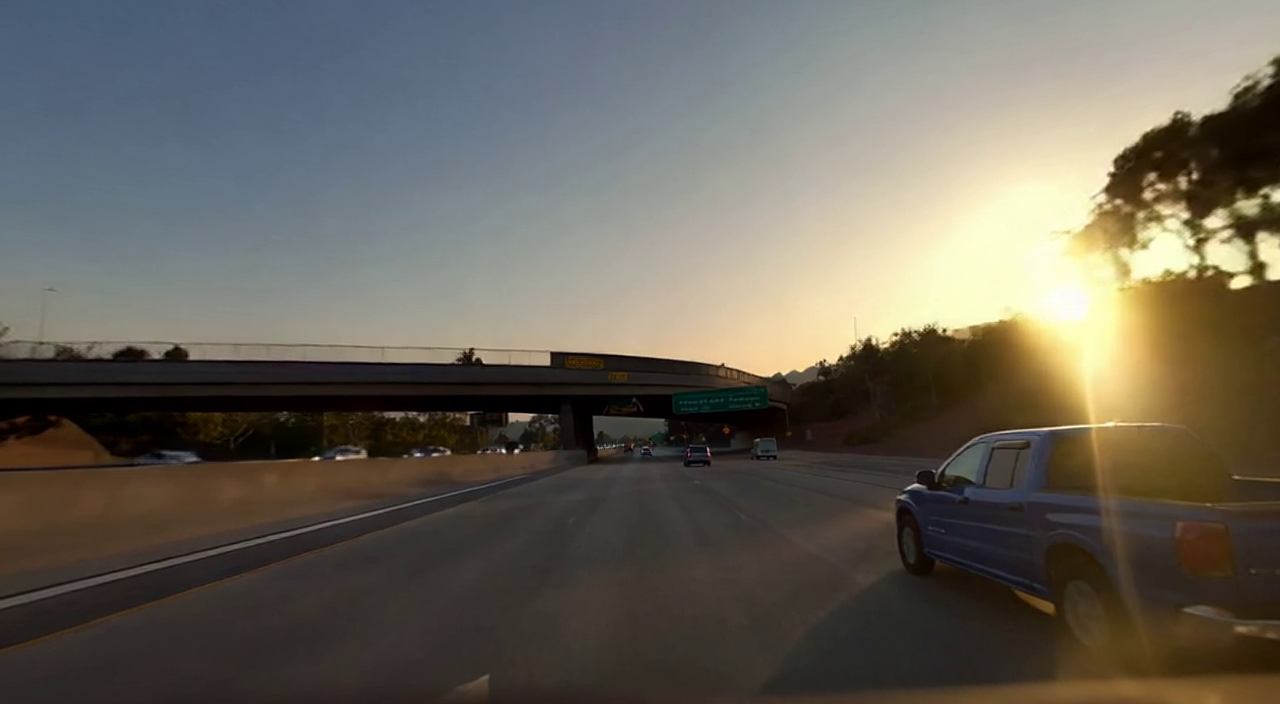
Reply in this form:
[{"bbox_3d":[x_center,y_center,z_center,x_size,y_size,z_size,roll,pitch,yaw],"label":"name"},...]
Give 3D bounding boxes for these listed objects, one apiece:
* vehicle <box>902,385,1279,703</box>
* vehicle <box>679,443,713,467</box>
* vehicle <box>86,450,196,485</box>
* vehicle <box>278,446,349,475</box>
[{"bbox_3d":[3.401,1.010,3.137,2.119,1.524,4.807,0,-8,0],"label":"vehicle"},{"bbox_3d":[4.033,7.488,45.942,2.014,1.643,4.039,0,-8,-1],"label":"vehicle"},{"bbox_3d":[-25.728,5.955,32.795,1.888,1.608,4.652,0,-8,0],"label":"vehicle"},{"bbox_3d":[-21.684,7.198,42.132,2.110,1.746,4.793,0,-8,0],"label":"vehicle"}]
